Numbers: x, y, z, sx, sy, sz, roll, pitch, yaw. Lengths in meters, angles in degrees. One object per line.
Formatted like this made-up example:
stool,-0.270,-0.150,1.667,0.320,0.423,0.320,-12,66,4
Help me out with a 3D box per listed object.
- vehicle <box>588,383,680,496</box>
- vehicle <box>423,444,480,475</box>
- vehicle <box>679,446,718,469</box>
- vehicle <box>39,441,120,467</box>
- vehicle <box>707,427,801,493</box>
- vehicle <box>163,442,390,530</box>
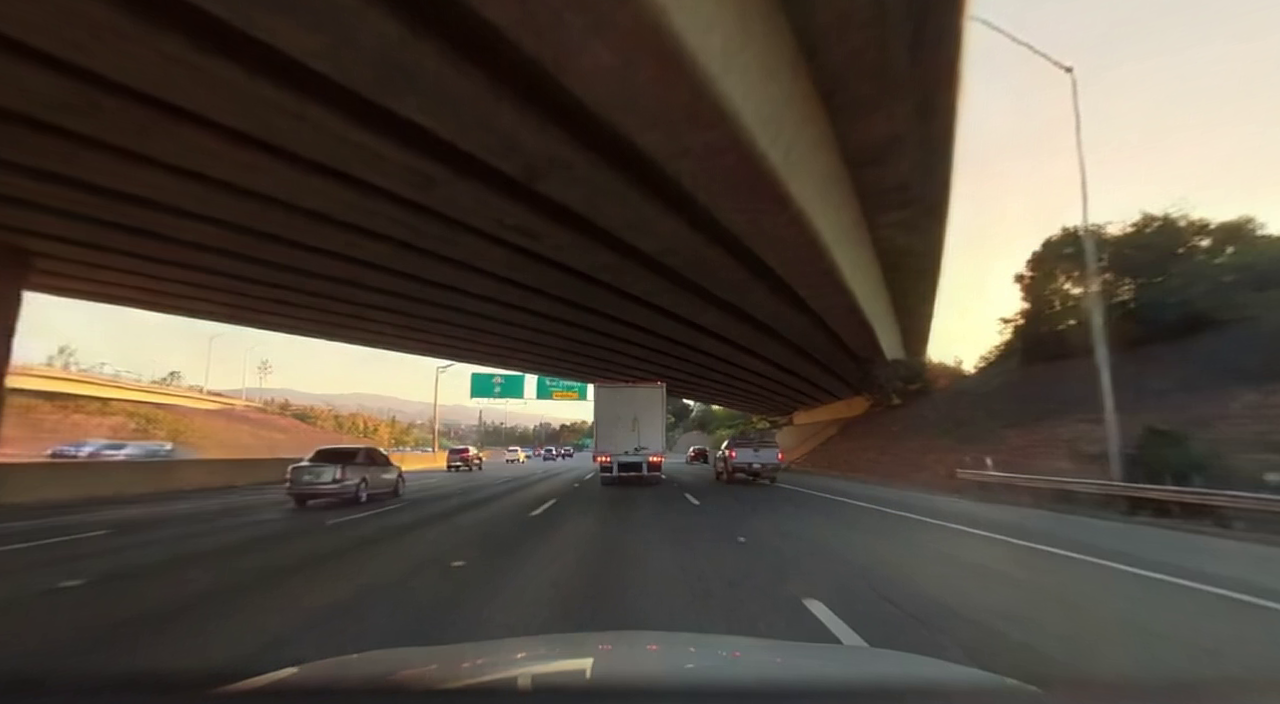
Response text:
vehicle,-0.254,3.587,25.541,2.916,3.584,10.841,0,-9,-1
vehicle,-11.621,6.650,39.305,2.119,1.747,5.121,0,-9,-2
vehicle,3.967,7.333,43.888,2.108,1.508,4.744,0,-9,-2
vehicle,-34.333,6.223,38.766,1.622,1.433,3.904,1,-7,-5
vehicle,3.740,3.670,21.728,2.174,1.968,5.016,0,-9,-1
vehicle,-7.283,2.698,13.427,2.057,1.506,4.829,0,-9,-1
